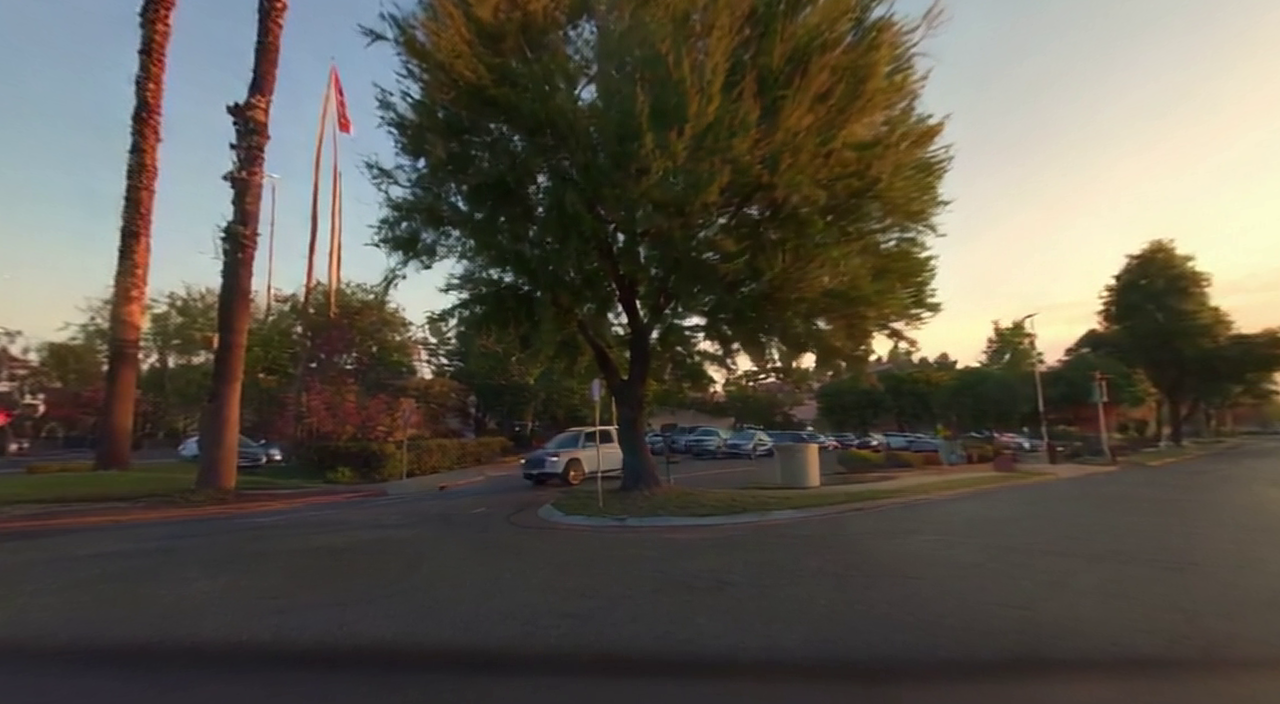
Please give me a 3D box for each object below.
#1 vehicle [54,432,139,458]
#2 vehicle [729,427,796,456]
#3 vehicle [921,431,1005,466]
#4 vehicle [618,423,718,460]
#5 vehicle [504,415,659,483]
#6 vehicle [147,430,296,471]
[{"bbox_3d":[-42.367,7.246,49.307,4.998,1.924,2.262,-2,-9,11],"label":"vehicle"},{"bbox_3d":[8.126,5.981,42.130,3.928,1.784,1.895,-8,-12,41],"label":"vehicle"},{"bbox_3d":[17.079,5.066,33.463,3.635,1.521,1.726,-3,-6,39],"label":"vehicle"},{"bbox_3d":[1.410,4.840,33.939,5.193,1.830,2.049,-7,-11,40],"label":"vehicle"},{"bbox_3d":[-1.712,3.048,19.918,2.174,1.863,4.651,-7,-11,40],"label":"vehicle"},{"bbox_3d":[-17.228,4.083,26.231,1.919,1.502,4.695,-7,-11,38],"label":"vehicle"}]
